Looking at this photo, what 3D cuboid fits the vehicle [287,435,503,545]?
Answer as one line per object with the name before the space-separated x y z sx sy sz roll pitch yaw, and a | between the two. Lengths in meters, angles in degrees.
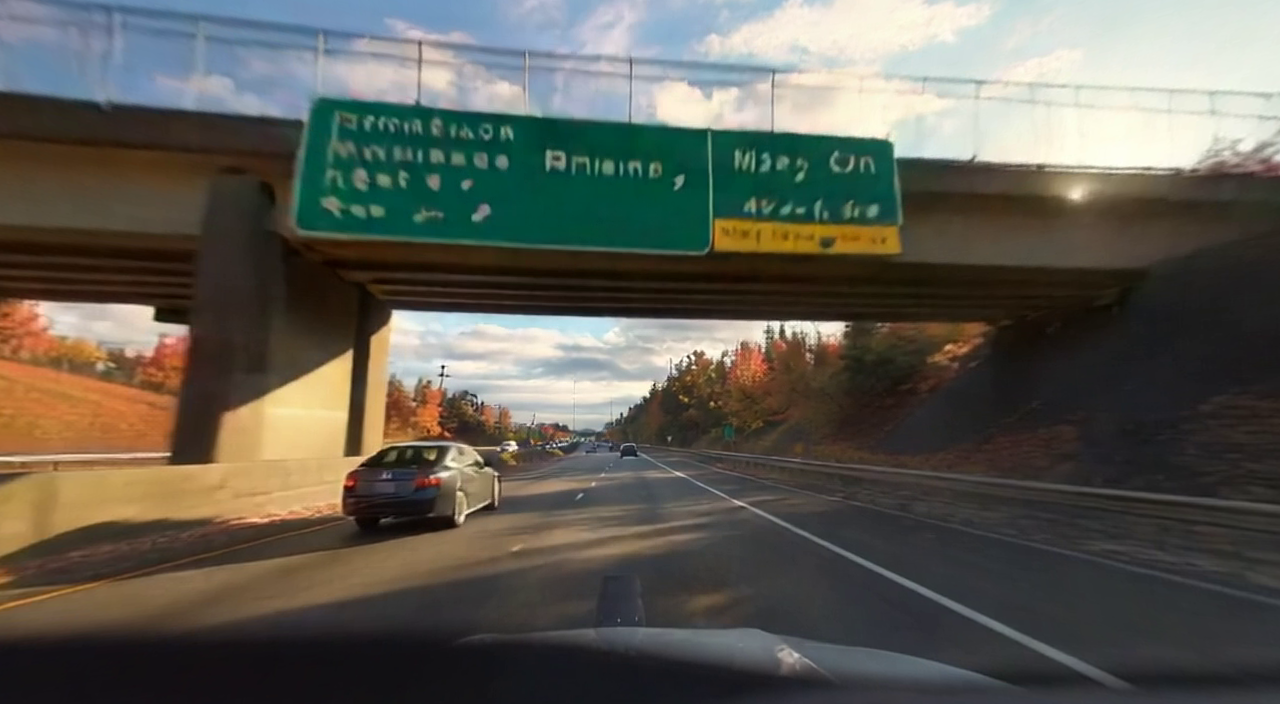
vehicle | -4.005 2.328 11.347 2.047 1.519 4.832 0 -9 -1
